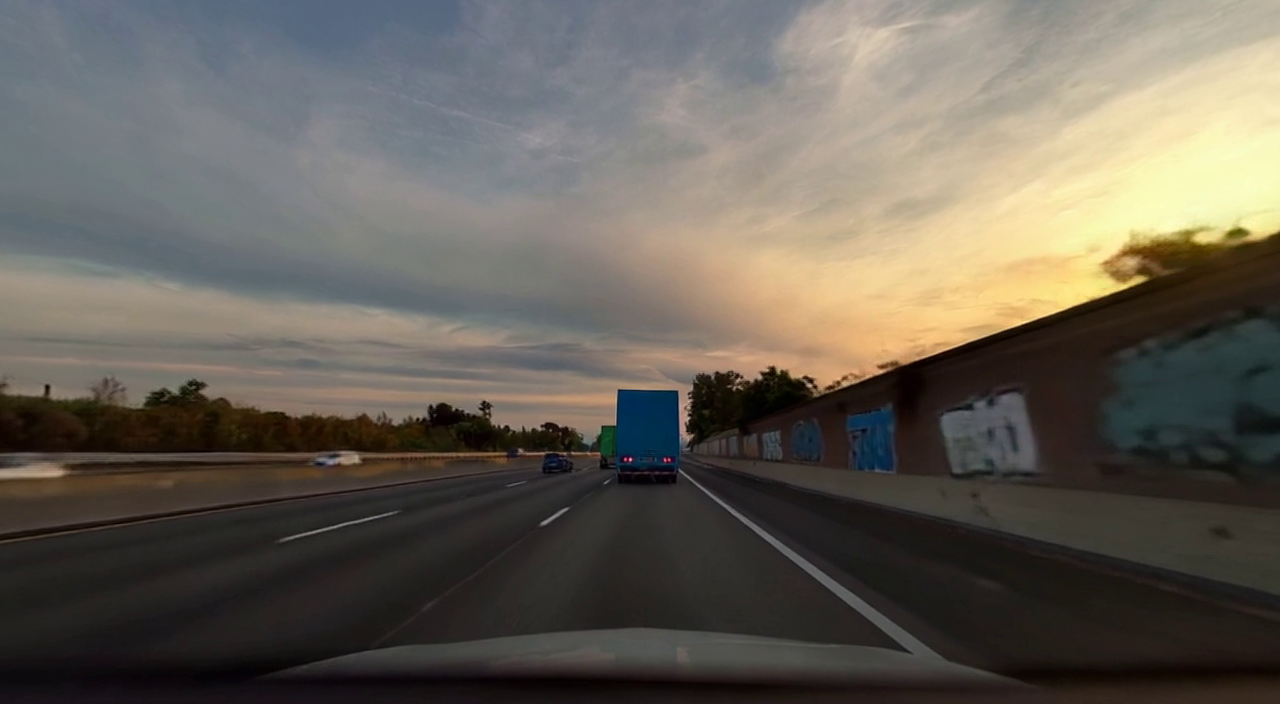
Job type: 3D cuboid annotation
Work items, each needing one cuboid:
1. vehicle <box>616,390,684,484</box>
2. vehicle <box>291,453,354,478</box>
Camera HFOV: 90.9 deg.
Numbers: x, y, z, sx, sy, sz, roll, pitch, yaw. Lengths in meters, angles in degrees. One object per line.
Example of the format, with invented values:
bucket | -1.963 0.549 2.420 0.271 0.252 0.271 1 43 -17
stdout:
vehicle | 0.498 4.576 33.202 2.997 4.069 10.871 0 -9 1
vehicle | -19.736 7.038 39.340 1.791 1.469 3.979 0 -9 2
